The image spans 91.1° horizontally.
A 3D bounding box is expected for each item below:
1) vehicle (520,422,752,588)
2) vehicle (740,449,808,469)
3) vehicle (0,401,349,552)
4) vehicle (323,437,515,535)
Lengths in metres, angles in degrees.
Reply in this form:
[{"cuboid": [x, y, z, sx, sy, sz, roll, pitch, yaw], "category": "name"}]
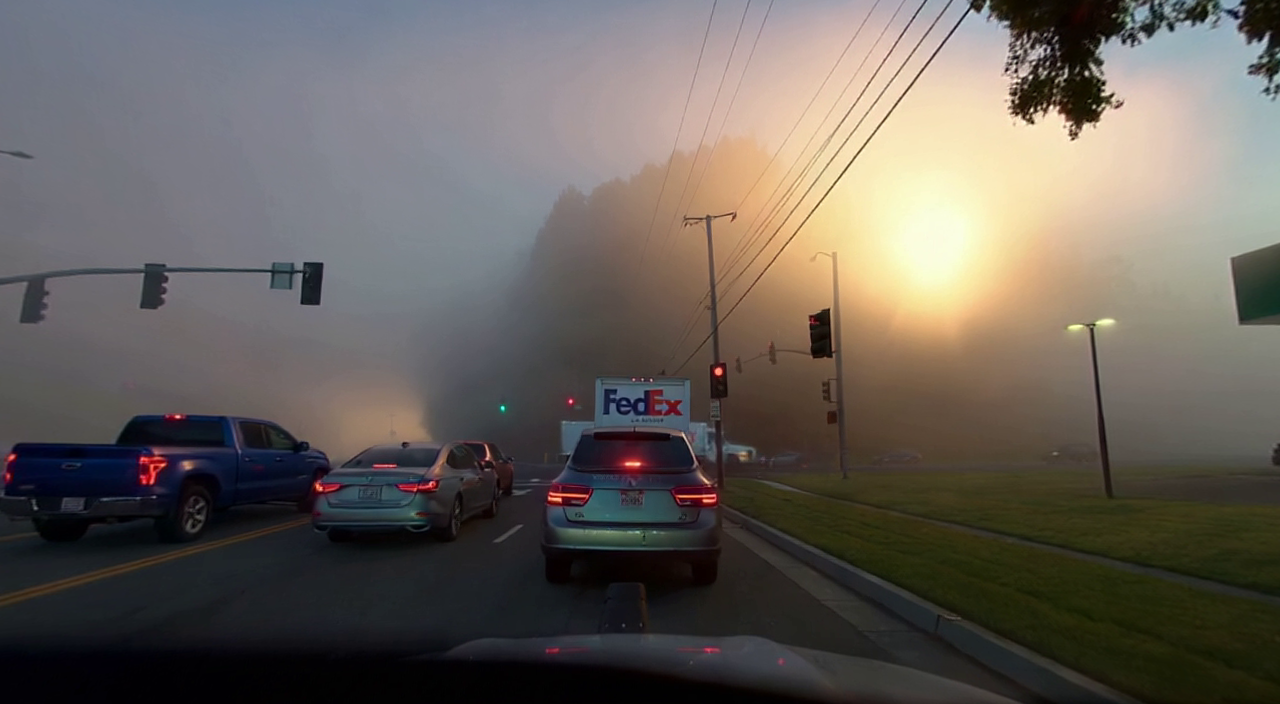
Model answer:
[{"cuboid": [-0.035, 1.746, 8.030, 2.145, 1.513, 4.269, 0, -9, 0], "category": "vehicle"}, {"cuboid": [10.352, 8.284, 48.646, 4.841, 1.494, 1.829, 1, -9, -5], "category": "vehicle"}, {"cuboid": [-7.280, 1.981, 10.737, 2.125, 1.893, 5.498, 0, -9, -2], "category": "vehicle"}, {"cuboid": [-3.860, 2.398, 11.936, 1.949, 1.487, 4.390, 0, -9, 1], "category": "vehicle"}]
